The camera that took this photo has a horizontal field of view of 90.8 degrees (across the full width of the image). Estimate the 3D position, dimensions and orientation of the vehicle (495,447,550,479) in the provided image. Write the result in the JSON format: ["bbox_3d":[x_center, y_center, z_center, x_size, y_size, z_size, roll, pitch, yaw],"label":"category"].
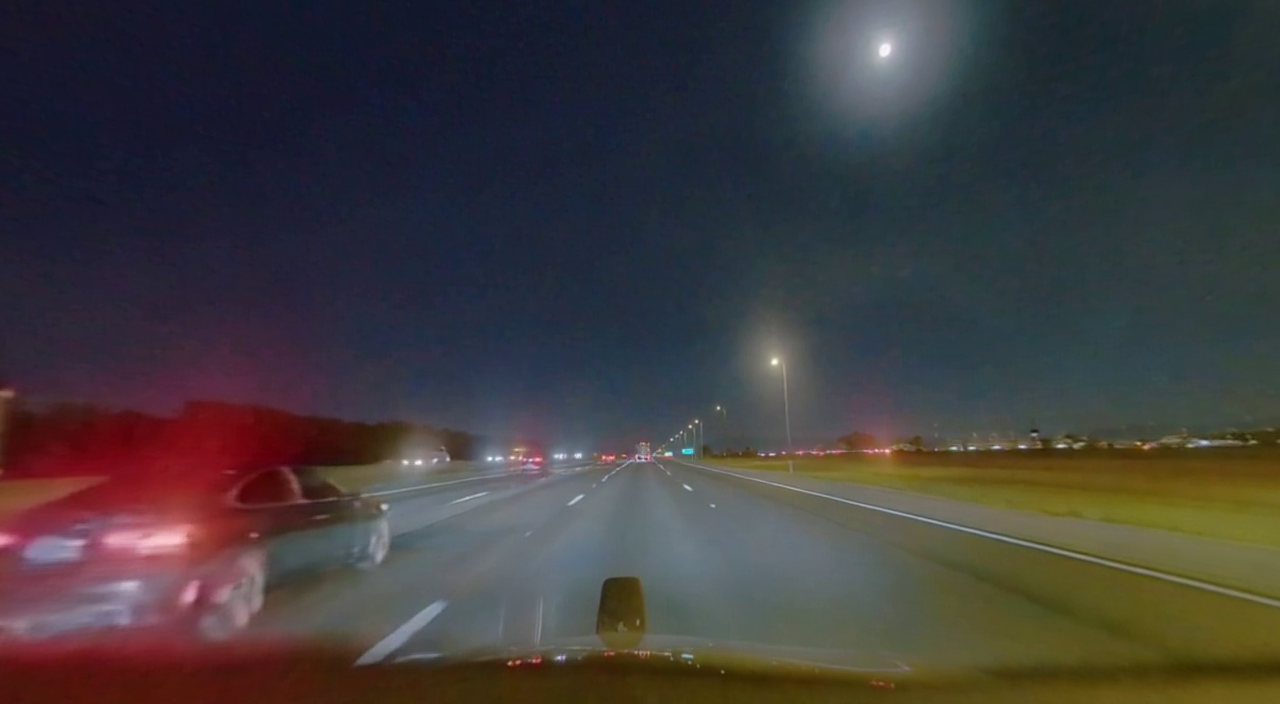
[{"bbox_3d":[-6.651,6.339,36.244,2.234,1.698,4.634,0,-9,1],"label":"vehicle"}]

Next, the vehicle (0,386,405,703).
[{"bbox_3d":[-3.623,1.272,4.527,2.139,1.607,4.378,0,-9,1],"label":"vehicle"}]
